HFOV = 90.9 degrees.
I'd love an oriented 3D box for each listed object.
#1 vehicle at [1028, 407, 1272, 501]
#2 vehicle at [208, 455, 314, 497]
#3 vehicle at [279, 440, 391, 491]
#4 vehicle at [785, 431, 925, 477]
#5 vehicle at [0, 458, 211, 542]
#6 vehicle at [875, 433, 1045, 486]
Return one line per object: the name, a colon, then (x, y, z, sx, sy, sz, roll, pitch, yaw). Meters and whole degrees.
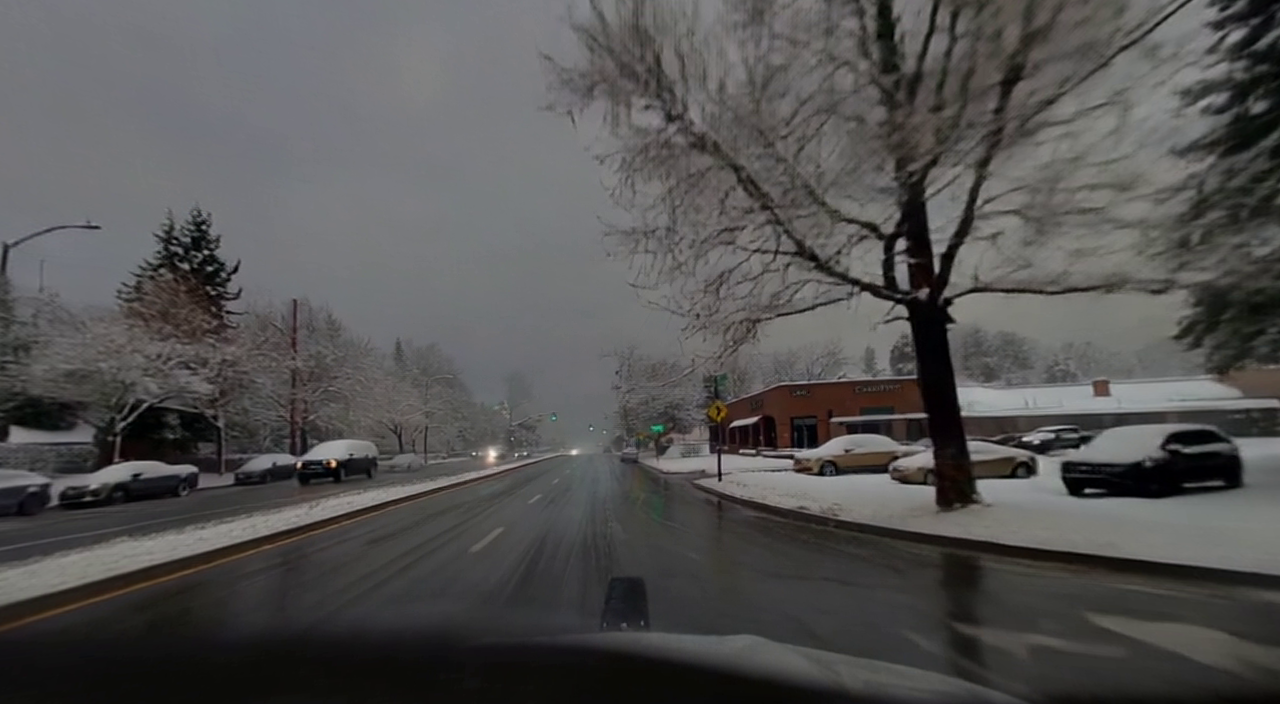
vehicle: (11.108, 2.191, 13.766, 4.669, 1.770, 1.896, 3, -9, -21)
vehicle: (-16.409, 5.351, 27.625, 2.093, 1.474, 4.638, -4, -8, -4)
vehicle: (-13.184, 4.923, 27.797, 2.228, 1.976, 5.857, 0, -9, -3)
vehicle: (8.518, 4.066, 25.239, 4.843, 1.748, 1.985, 1, -9, -6)
vehicle: (-12.046, 3.130, 14.009, 1.951, 1.436, 4.624, 0, -9, -3)
vehicle: (9.615, 3.229, 19.088, 4.257, 1.474, 1.751, 1, -9, -8)
